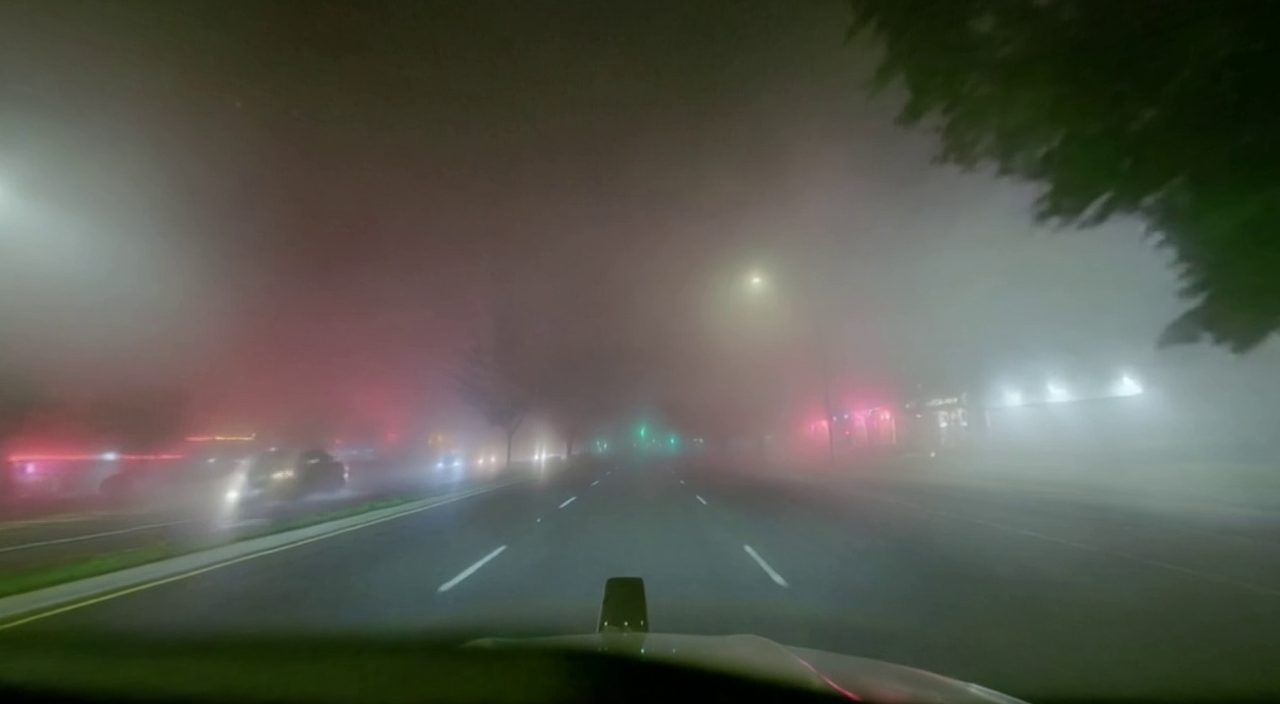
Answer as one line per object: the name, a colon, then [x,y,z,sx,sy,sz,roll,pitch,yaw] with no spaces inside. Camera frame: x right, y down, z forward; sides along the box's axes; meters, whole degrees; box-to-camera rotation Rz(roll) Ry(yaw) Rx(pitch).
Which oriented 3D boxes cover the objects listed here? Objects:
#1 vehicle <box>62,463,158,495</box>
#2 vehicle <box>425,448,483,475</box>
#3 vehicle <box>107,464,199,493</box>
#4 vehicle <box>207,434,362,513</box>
vehicle: [-30.987,7.410,37.041,1.903,1.517,4.497,-3,-8,-3]
vehicle: [-11.408,6.719,39.025,2.070,1.500,4.724,-2,-8,1]
vehicle: [-28.585,7.413,37.180,1.865,1.391,4.516,0,-8,0]
vehicle: [-9.445,3.225,17.251,2.012,1.756,4.268,-3,-8,-4]
